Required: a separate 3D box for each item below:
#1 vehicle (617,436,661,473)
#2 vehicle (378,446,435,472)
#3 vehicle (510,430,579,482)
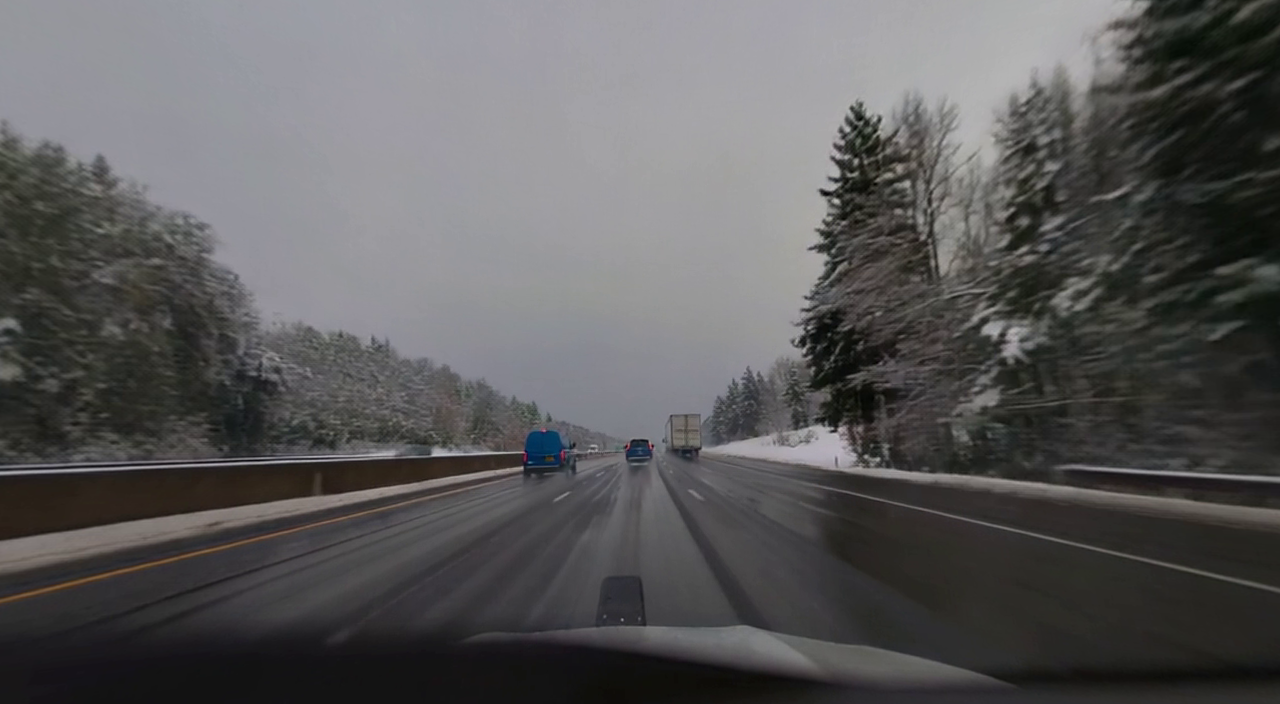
[{"bbox_3d":[-0.055,5.519,33.975,2.209,1.825,4.036,-1,-9,0],"label":"vehicle"},{"bbox_3d":[-14.885,6.828,40.454,1.896,1.515,4.601,-1,-8,0],"label":"vehicle"},{"bbox_3d":[-3.939,4.413,27.006,2.167,1.991,5.062,0,-9,0],"label":"vehicle"}]
